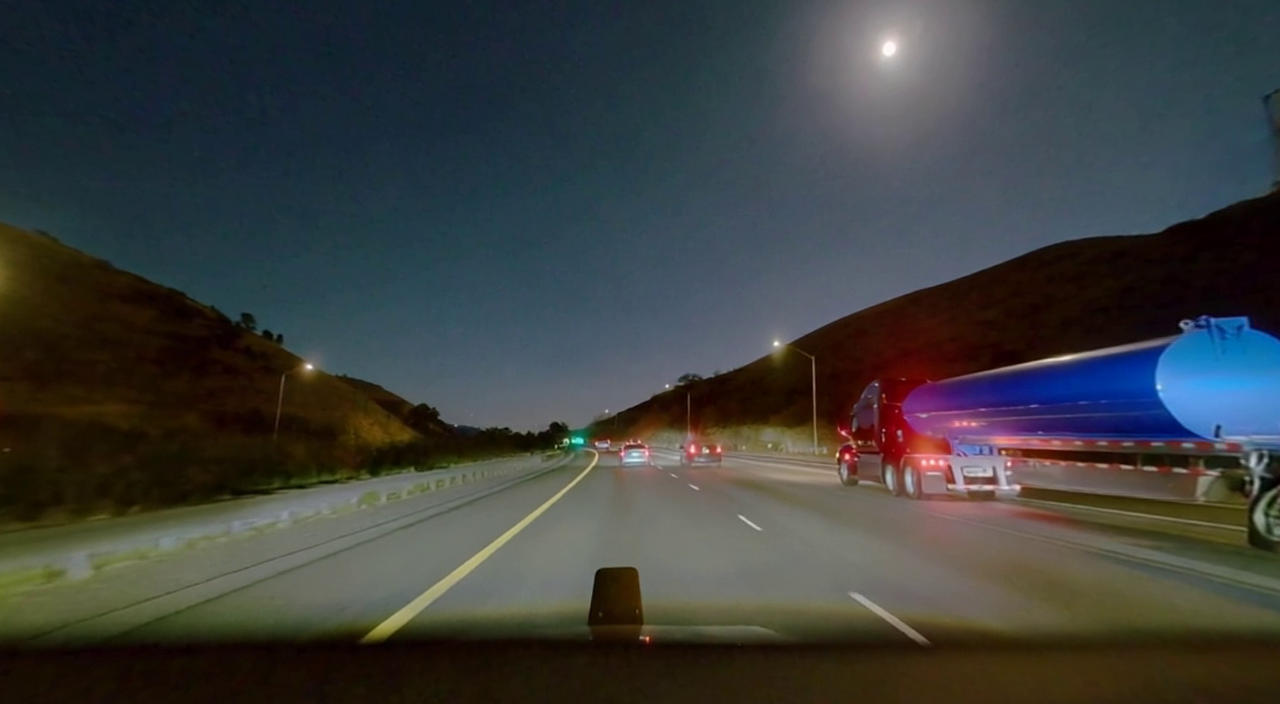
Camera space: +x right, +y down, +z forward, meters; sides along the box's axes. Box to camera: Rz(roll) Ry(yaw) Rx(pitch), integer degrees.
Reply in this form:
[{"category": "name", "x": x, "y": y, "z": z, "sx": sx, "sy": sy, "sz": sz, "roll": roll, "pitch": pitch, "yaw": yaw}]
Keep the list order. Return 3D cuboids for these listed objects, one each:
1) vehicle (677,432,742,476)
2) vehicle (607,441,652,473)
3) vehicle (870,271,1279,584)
[{"category": "vehicle", "x": 3.029, "y": 4.572, "z": 28.526, "sx": 2.098, "sy": 1.794, "sz": 4.561, "roll": 0, "pitch": -9, "yaw": -4}, {"category": "vehicle", "x": -0.607, "y": 5.207, "z": 31.645, "sx": 2.083, "sy": 1.477, "sz": 3.965, "roll": 0, "pitch": -9, "yaw": -3}, {"category": "vehicle", "x": 7.297, "y": 1.391, "z": 10.771, "sx": 2.880, "sy": 2.975, "sz": 9.608, "roll": 0, "pitch": -9, "yaw": -2}]
